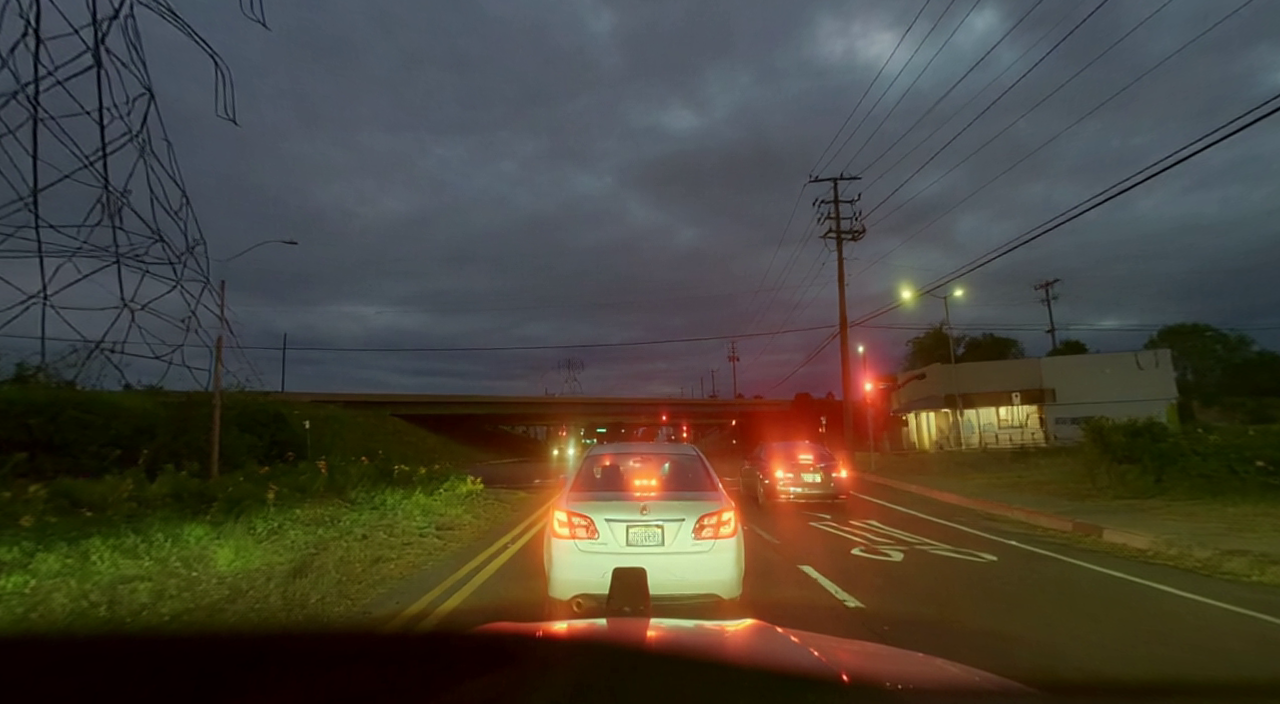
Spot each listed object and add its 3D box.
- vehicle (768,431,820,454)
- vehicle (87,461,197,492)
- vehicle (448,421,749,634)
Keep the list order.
[{"bbox_3d":[11.710,6.853,47.755,1.901,1.637,4.435,-8,-12,42],"label":"vehicle"},{"bbox_3d":[-28.563,7.105,36.283,1.808,1.539,4.600,-8,-11,40],"label":"vehicle"},{"bbox_3d":[-0.251,1.528,6.463,2.090,1.458,4.033,-1,-9,1],"label":"vehicle"}]
